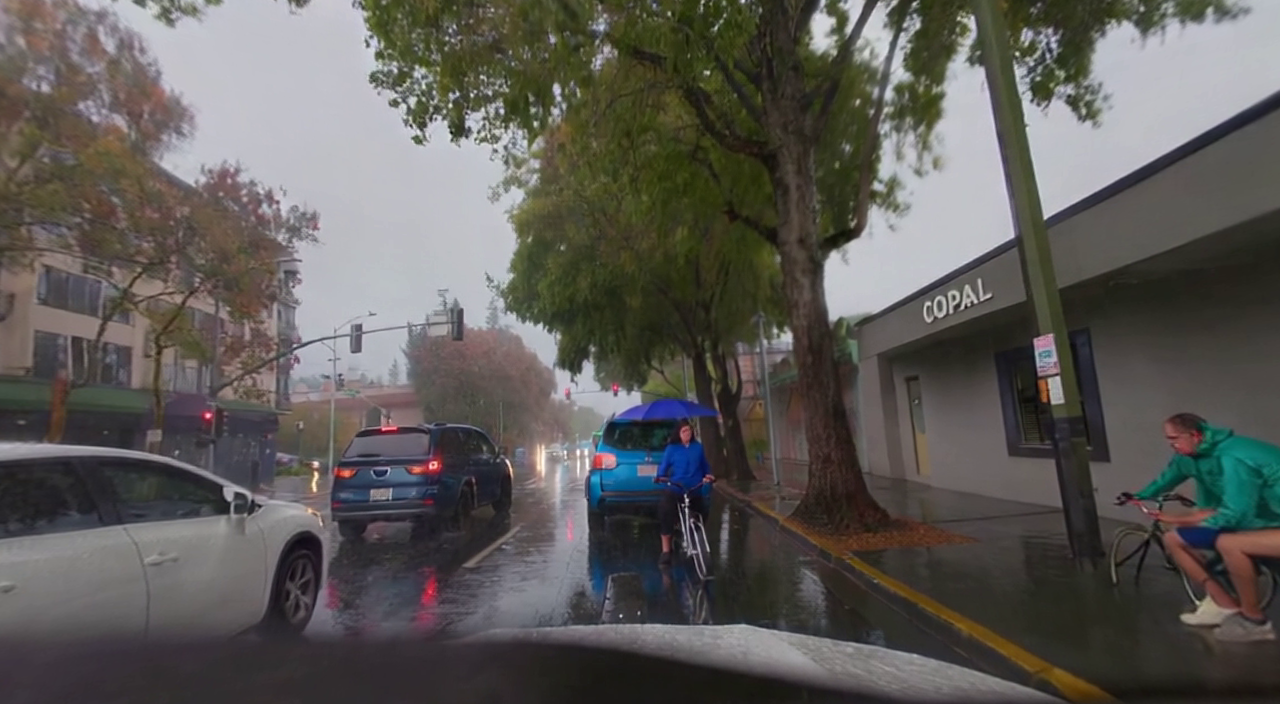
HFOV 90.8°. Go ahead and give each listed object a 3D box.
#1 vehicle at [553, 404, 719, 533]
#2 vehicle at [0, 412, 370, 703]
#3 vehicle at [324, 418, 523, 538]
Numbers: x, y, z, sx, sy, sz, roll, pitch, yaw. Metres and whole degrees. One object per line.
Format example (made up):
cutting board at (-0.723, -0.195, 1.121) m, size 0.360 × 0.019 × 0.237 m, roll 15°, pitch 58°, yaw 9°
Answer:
vehicle at (-0.104, 2.098, 11.844) m, size 2.426 × 1.882 × 5.027 m, roll 0°, pitch -9°, yaw -1°
vehicle at (-3.558, 1.172, 3.683) m, size 2.064 × 1.486 × 4.140 m, roll 0°, pitch -9°, yaw 1°
vehicle at (-3.609, 2.209, 11.610) m, size 2.046 × 1.750 × 4.452 m, roll 0°, pitch -9°, yaw 0°
